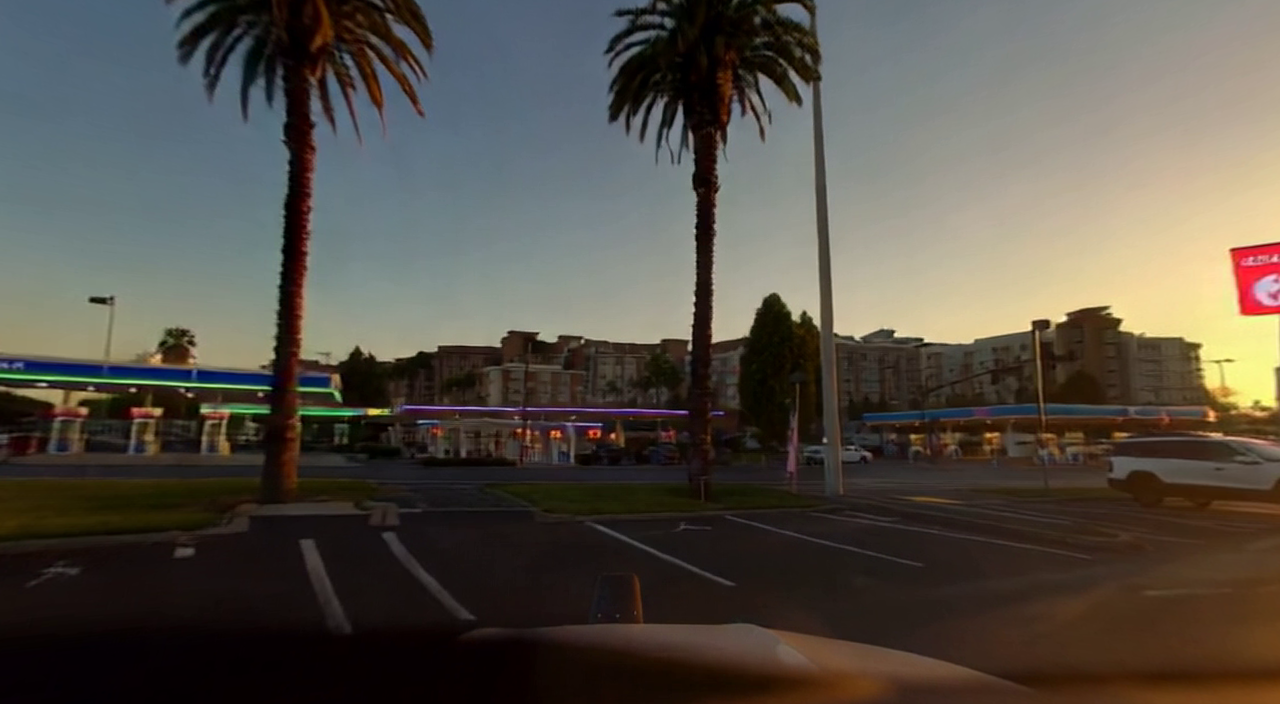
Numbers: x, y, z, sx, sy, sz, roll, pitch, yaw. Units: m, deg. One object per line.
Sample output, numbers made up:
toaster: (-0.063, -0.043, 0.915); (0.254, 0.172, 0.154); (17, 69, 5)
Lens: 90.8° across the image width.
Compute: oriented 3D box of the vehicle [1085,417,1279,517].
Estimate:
vehicle: (12.553, 2.382, 13.384); (2.028, 1.850, 4.731); (3, -9, -16)
